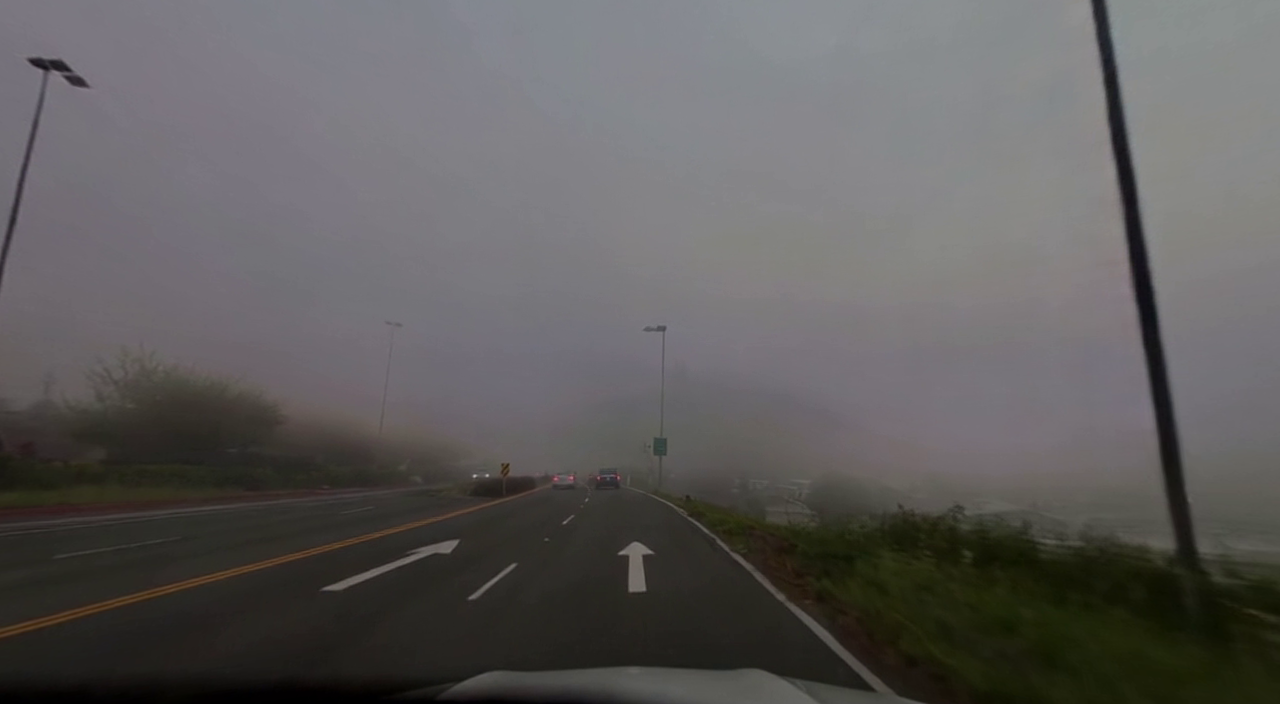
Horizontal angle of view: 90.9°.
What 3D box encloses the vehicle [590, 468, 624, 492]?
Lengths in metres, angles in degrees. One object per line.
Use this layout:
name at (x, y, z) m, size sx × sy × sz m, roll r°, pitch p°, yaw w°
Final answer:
vehicle at (-2.365, 8.949, 44.216) m, size 2.129 × 1.471 × 4.258 m, roll 2°, pitch -11°, yaw -6°
